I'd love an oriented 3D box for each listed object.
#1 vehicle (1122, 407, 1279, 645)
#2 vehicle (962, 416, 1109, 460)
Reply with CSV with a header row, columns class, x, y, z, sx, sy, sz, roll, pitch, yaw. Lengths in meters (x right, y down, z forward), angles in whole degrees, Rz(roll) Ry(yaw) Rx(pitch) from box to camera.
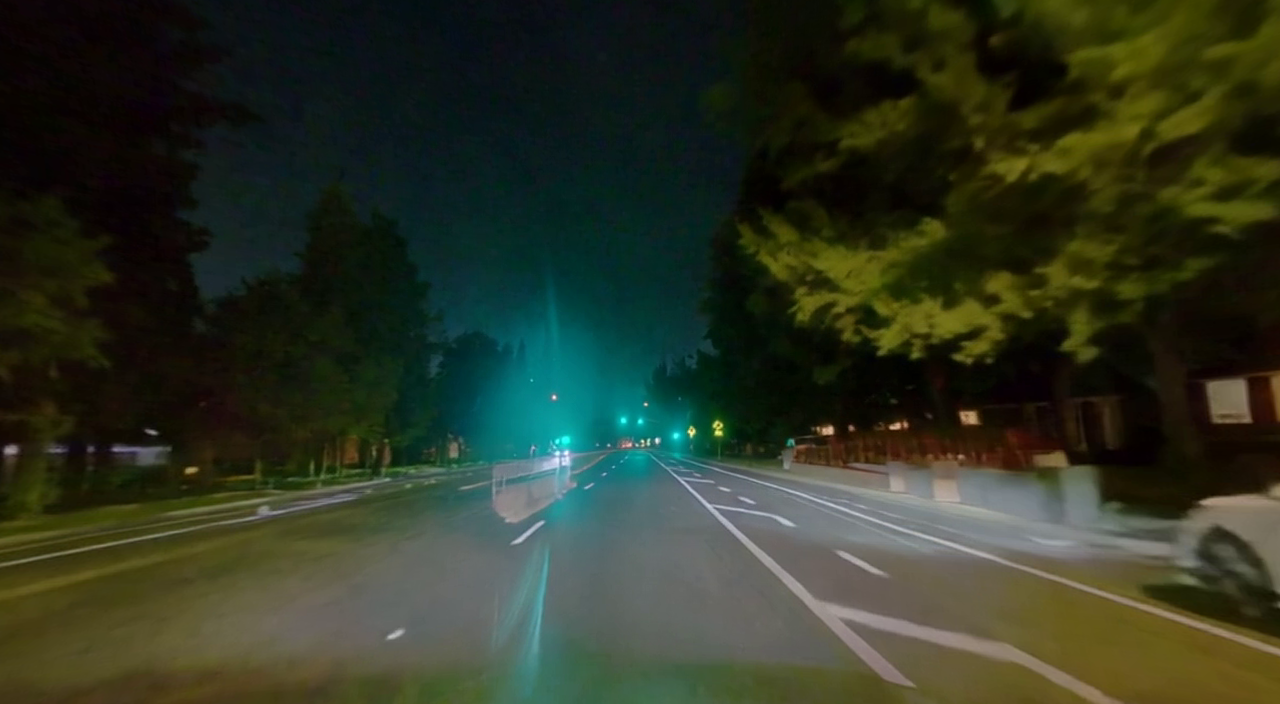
class,x,y,z,sx,sy,sz,roll,pitch,yaw
vehicle,5.217,0.990,3.036,2.098,1.522,4.629,1,-8,-1
vehicle,16.294,3.596,26.221,4.655,1.511,2.045,-3,-9,-1
